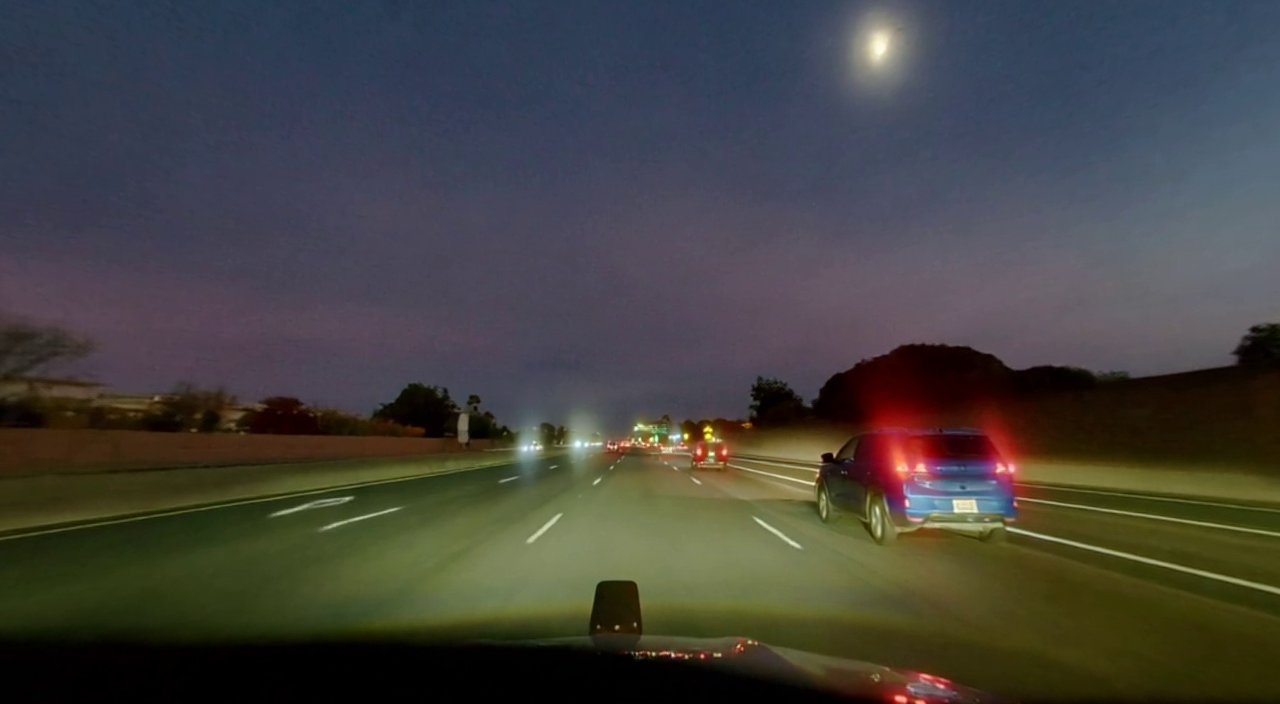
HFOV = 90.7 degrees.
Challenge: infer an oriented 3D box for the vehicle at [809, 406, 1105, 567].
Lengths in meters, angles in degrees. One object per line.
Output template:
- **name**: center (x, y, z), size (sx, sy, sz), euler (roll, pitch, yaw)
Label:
- **vehicle**: center (3.935, 1.735, 8.877), size (1.910, 1.696, 4.187), euler (0, -8, -1)

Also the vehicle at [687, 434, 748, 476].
- **vehicle**: center (3.294, 4.517, 27.858), size (2.045, 1.688, 4.313), euler (0, -8, -1)
